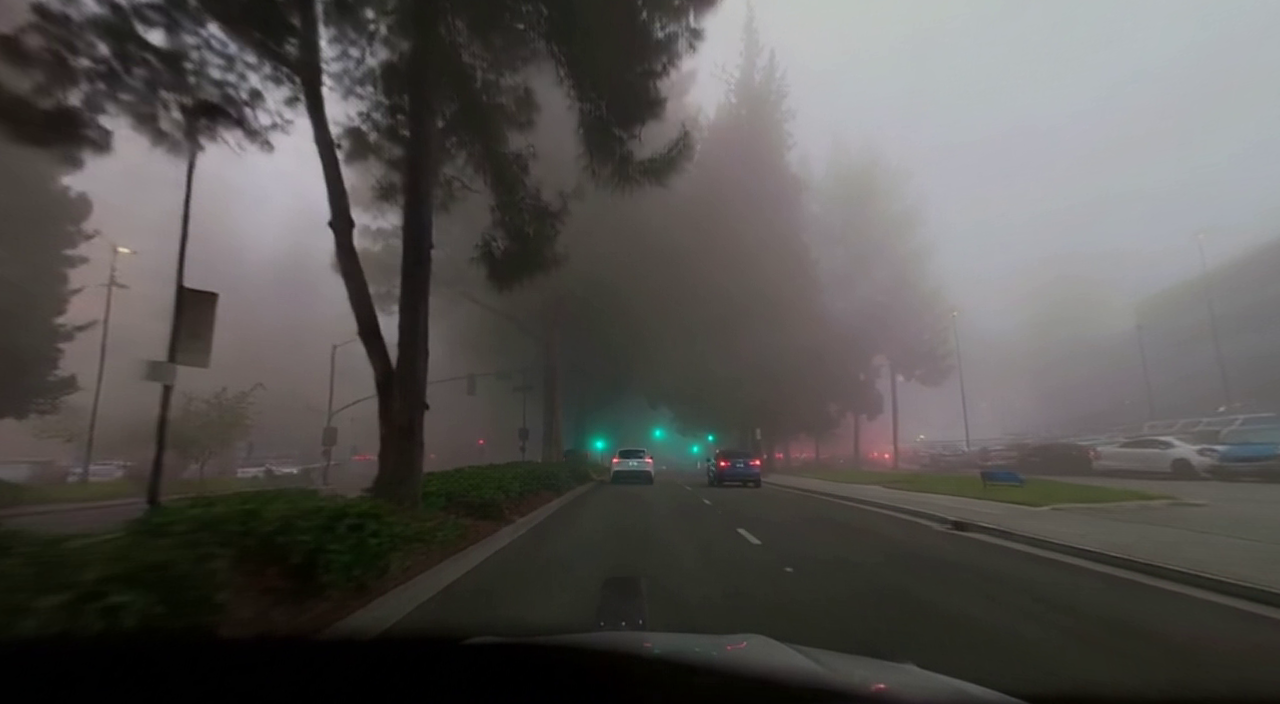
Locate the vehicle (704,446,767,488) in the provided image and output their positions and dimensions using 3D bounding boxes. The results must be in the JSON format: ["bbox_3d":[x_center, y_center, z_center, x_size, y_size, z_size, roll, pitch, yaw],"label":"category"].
[{"bbox_3d":[3.749,4.577,25.484,1.847,1.554,4.052,0,-9,-1],"label":"vehicle"}]

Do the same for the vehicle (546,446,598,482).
[{"bbox_3d":[-3.484,5.811,32.986,2.047,1.710,4.314,0,-9,2],"label":"vehicle"}]

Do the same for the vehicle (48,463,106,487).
[{"bbox_3d":[-37.986,8.268,42.649,1.752,1.396,4.340,5,-10,-26],"label":"vehicle"}]

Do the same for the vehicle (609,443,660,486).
[{"bbox_3d":[-0.189,4.783,27.174,2.022,1.700,4.084,0,-9,0],"label":"vehicle"}]
